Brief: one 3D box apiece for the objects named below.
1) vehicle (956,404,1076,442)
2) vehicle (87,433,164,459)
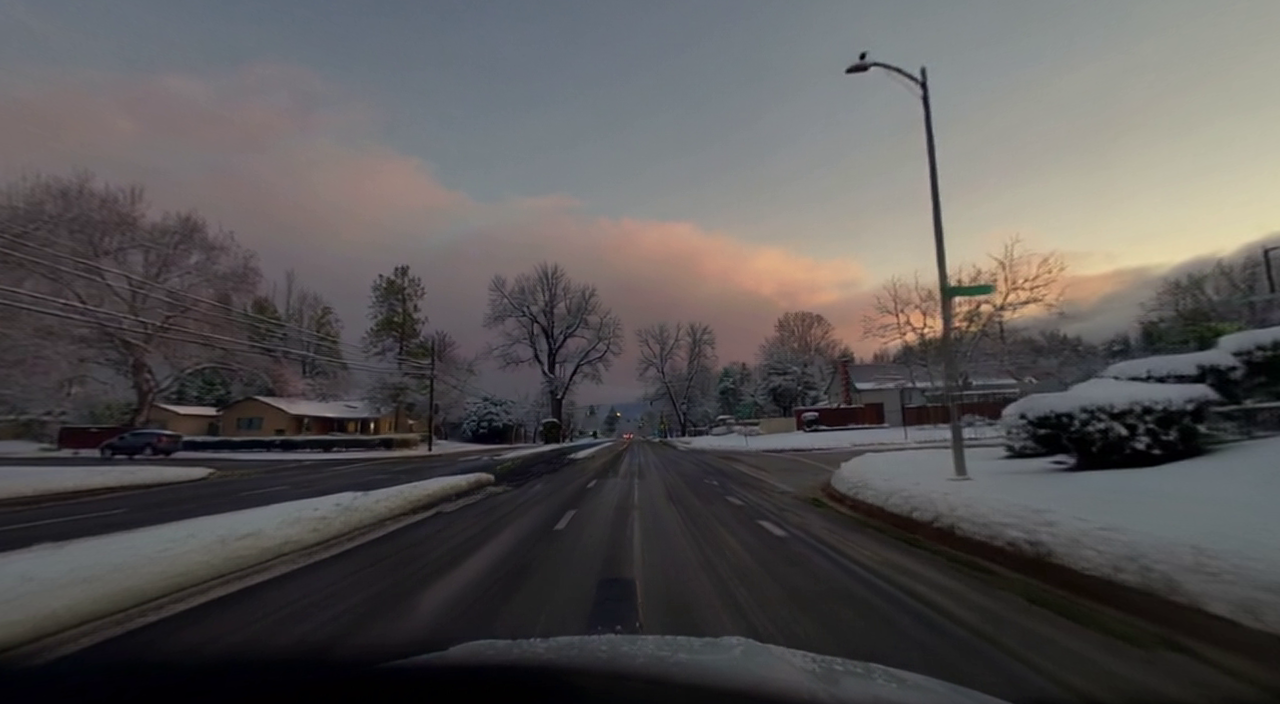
[{"bbox_3d":[18.853,3.602,31.869,4.698,1.583,2.081,2,-11,1],"label":"vehicle"},{"bbox_3d":[-29.944,5.494,36.936,1.991,1.435,4.421,2,-9,-18],"label":"vehicle"}]
